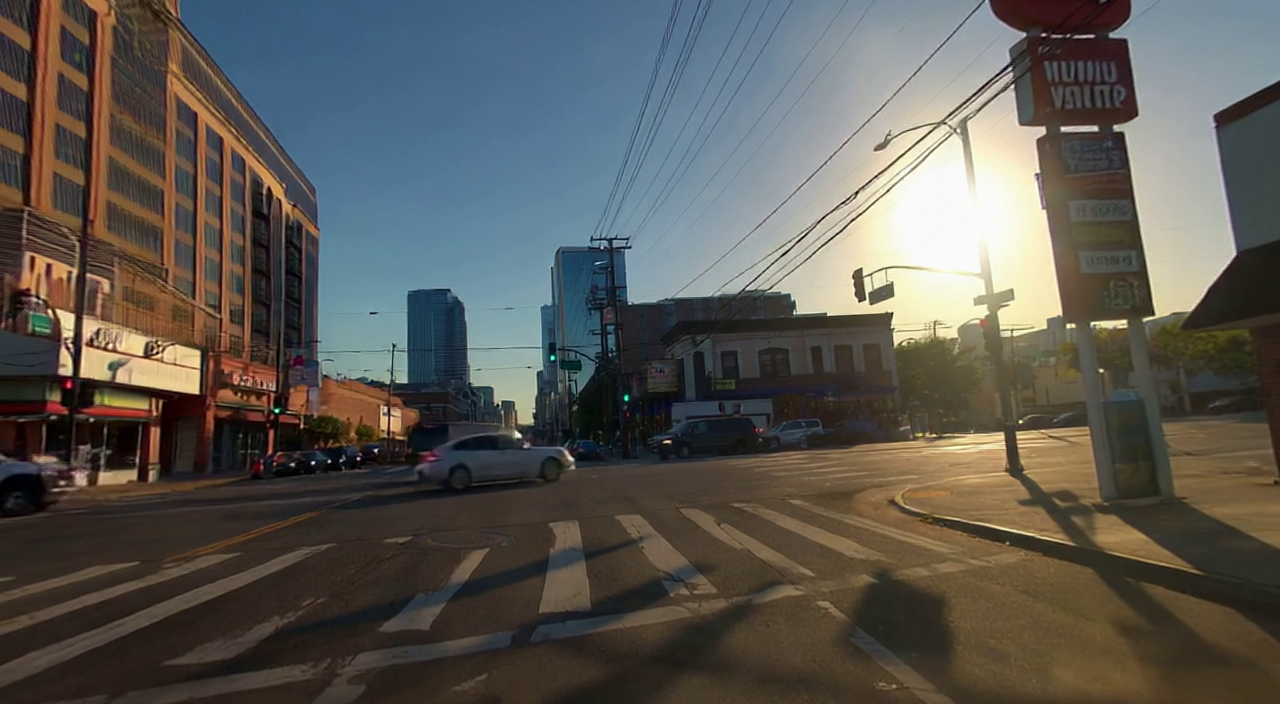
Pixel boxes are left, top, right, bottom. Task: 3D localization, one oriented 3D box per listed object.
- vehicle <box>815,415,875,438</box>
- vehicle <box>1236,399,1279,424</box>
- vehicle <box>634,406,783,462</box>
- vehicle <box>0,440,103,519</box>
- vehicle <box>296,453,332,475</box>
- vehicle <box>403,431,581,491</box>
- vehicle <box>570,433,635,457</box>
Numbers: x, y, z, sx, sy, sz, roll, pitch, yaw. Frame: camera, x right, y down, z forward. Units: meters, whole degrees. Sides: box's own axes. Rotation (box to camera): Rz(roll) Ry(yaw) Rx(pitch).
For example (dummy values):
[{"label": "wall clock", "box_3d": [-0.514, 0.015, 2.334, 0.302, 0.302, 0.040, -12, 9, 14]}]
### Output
[{"label": "vehicle", "box_3d": [16.050, 5.830, 49.447, 4.589, 1.730, 1.801, 3, -10, -31]}, {"label": "vehicle", "box_3d": [40.893, 3.891, 40.907, 4.499, 1.524, 1.784, 3, -9, -27]}, {"label": "vehicle", "box_3d": [2.762, 3.306, 25.154, 5.588, 1.985, 2.374, 5, -10, -32]}, {"label": "vehicle", "box_3d": [-15.662, 2.963, 14.776, 4.292, 1.761, 2.105, 5, -10, -30]}, {"label": "vehicle", "box_3d": [-23.398, 7.985, 45.232, 1.942, 1.413, 4.229, 5, -9, -30]}, {"label": "vehicle", "box_3d": [-4.049, 2.959, 17.501, 4.433, 1.453, 1.804, 4, -10, -29]}, {"label": "vehicle", "box_3d": [-2.795, 6.830, 46.361, 4.591, 1.686, 1.816, 1, -9, -11]}]
